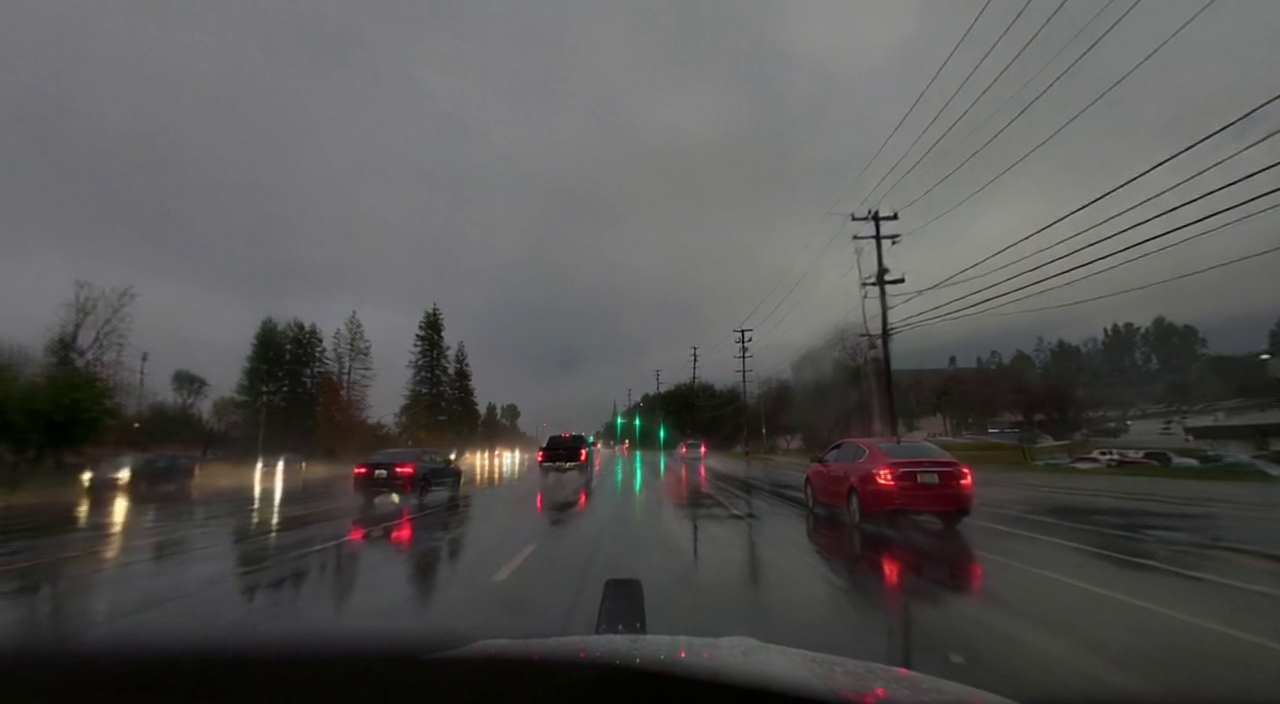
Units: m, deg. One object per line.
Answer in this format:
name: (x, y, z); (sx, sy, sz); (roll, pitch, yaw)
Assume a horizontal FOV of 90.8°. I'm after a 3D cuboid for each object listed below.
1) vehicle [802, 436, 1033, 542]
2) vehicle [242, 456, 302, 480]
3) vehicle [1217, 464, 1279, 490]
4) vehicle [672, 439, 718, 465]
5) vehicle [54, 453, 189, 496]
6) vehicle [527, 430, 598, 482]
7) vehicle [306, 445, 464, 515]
vehicle: (4.413, 2.226, 11.024); (1.840, 1.428, 4.602); (0, -9, -2)
vehicle: (-28.809, 9.091, 49.611); (1.911, 1.701, 4.473); (0, -8, 1)
vehicle: (36.609, 7.317, 37.077); (3.635, 1.401, 1.691); (-2, -10, 3)
vehicle: (3.213, 6.001, 37.893); (2.071, 1.435, 4.226); (0, -9, -4)
vehicle: (-28.071, 6.606, 34.586); (2.218, 2.034, 6.104); (0, -9, 0)
vehicle: (-3.211, 4.495, 27.682); (2.467, 1.991, 6.089); (0, -9, -1)
vehicle: (-6.223, 3.161, 16.186); (2.035, 1.497, 4.723); (0, -9, 1)
